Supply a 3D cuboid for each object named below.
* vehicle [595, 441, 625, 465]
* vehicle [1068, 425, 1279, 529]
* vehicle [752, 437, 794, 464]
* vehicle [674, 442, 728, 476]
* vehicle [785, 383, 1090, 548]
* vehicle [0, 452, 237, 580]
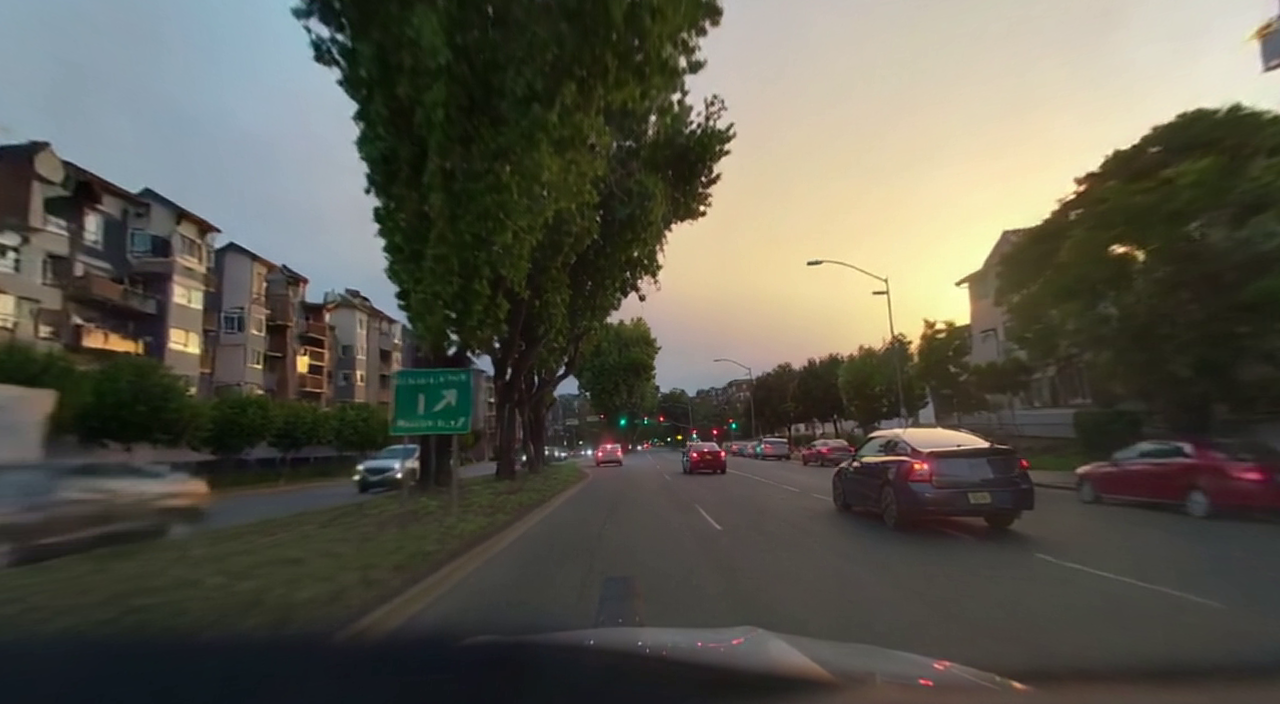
[{"bbox_3d":[-2.298,7.577,47.586,2.065,1.716,4.265,1,-9,-5],"label":"vehicle"},{"bbox_3d":[10.151,2.092,10.997,2.134,1.472,4.519,0,-9,-2],"label":"vehicle"},{"bbox_3d":[9.547,7.123,45.778,2.064,1.837,4.724,0,-9,0],"label":"vehicle"},{"bbox_3d":[2.782,5.013,29.803,2.003,1.480,4.494,0,-9,-1],"label":"vehicle"},{"bbox_3d":[4.314,1.831,10.706,2.427,2.017,5.763,0,-9,1],"label":"vehicle"},{"bbox_3d":[-8.678,2.323,9.789,1.949,1.503,4.388,0,-9,0],"label":"vehicle"}]
